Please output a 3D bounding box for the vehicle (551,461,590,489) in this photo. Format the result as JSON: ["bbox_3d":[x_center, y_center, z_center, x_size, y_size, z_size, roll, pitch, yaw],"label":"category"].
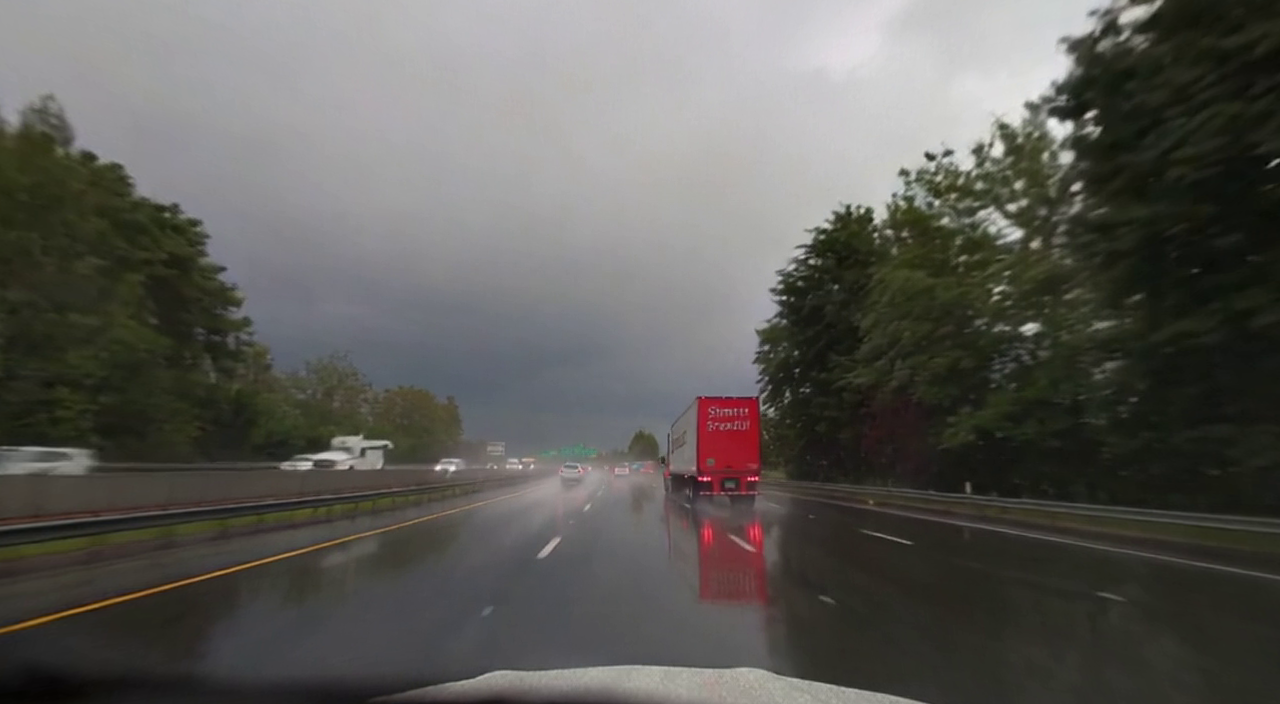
[{"bbox_3d":[-4.479,8.000,41.212,2.155,1.667,4.615,1,-10,-2],"label":"vehicle"}]

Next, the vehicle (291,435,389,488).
[{"bbox_3d":[-16.480,6.131,35.154,2.284,2.601,6.700,1,-10,-2],"label":"vehicle"}]

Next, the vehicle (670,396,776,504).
[{"bbox_3d":[3.640,5.183,32.340,2.992,4.300,13.967,1,-10,-2],"label":"vehicle"}]

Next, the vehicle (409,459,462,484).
[{"bbox_3d":[-12.889,7.582,40.043,1.954,1.466,4.444,1,-10,-1],"label":"vehicle"}]
